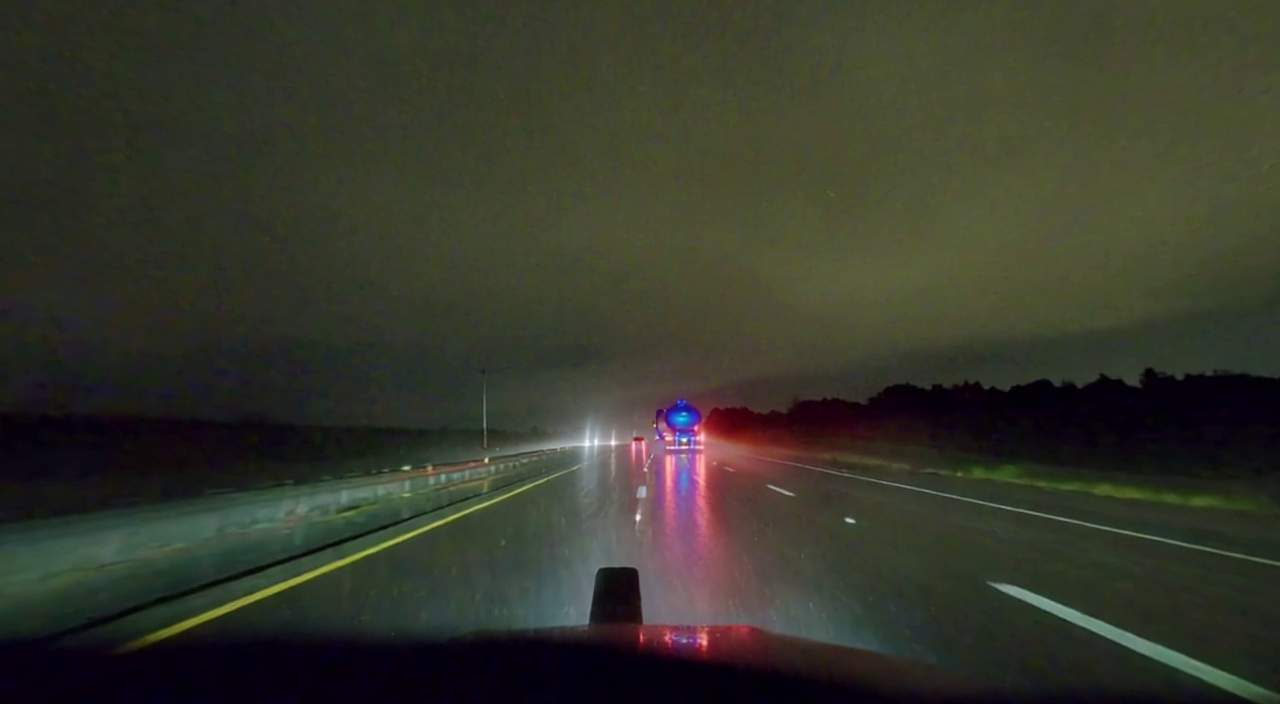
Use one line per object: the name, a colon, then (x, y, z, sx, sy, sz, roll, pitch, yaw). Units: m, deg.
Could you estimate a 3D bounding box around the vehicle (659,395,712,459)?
vehicle: (2.884, 5.263, 43.265, 2.946, 3.745, 11.516, -1, -8, 1)
